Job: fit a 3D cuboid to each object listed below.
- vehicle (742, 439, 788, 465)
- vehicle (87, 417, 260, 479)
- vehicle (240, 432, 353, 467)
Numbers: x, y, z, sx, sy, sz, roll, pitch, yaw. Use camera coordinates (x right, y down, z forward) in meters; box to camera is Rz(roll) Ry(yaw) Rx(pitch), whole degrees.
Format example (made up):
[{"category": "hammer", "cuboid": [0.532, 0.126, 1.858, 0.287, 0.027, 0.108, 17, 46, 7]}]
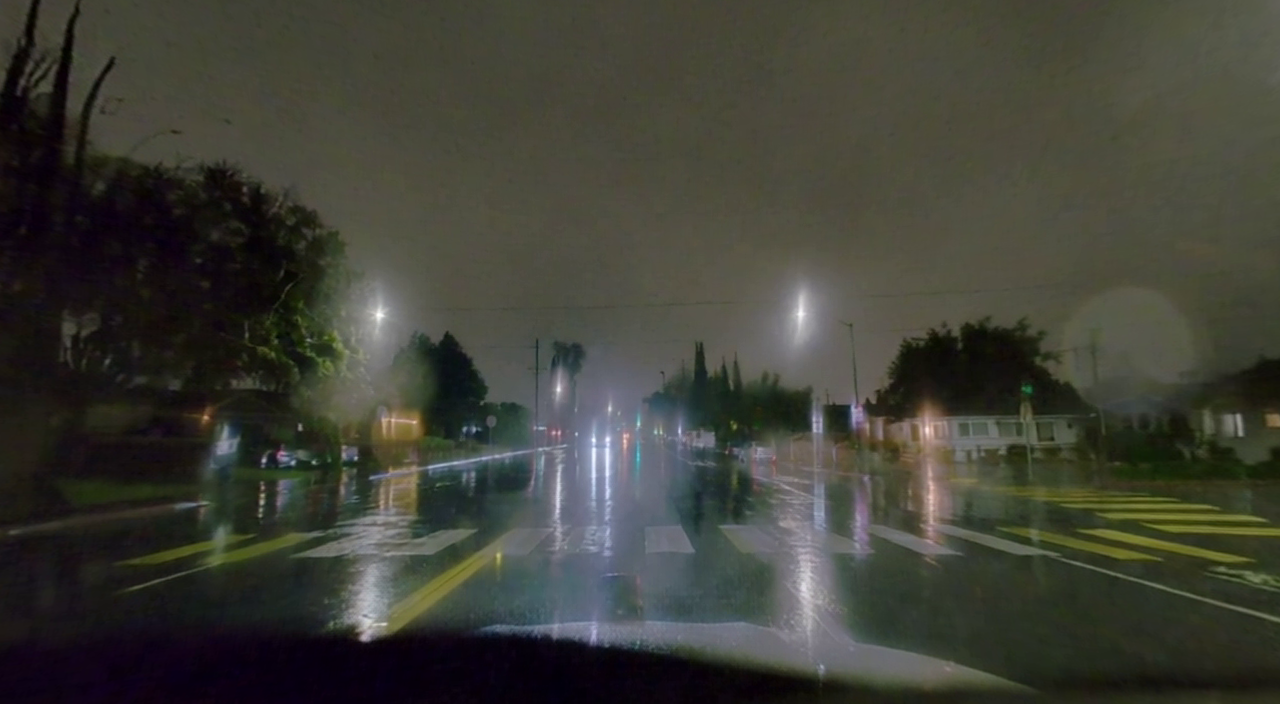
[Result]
[{"category": "vehicle", "cuboid": [8.004, 6.433, 40.886, 2.029, 1.554, 4.705, 0, -9, 1]}, {"category": "vehicle", "cuboid": [-17.929, 3.720, 24.510, 4.800, 2.259, 2.303, 0, -9, -1]}, {"category": "vehicle", "cuboid": [-17.950, 5.116, 33.156, 4.743, 1.734, 1.994, 0, -9, 0]}]
